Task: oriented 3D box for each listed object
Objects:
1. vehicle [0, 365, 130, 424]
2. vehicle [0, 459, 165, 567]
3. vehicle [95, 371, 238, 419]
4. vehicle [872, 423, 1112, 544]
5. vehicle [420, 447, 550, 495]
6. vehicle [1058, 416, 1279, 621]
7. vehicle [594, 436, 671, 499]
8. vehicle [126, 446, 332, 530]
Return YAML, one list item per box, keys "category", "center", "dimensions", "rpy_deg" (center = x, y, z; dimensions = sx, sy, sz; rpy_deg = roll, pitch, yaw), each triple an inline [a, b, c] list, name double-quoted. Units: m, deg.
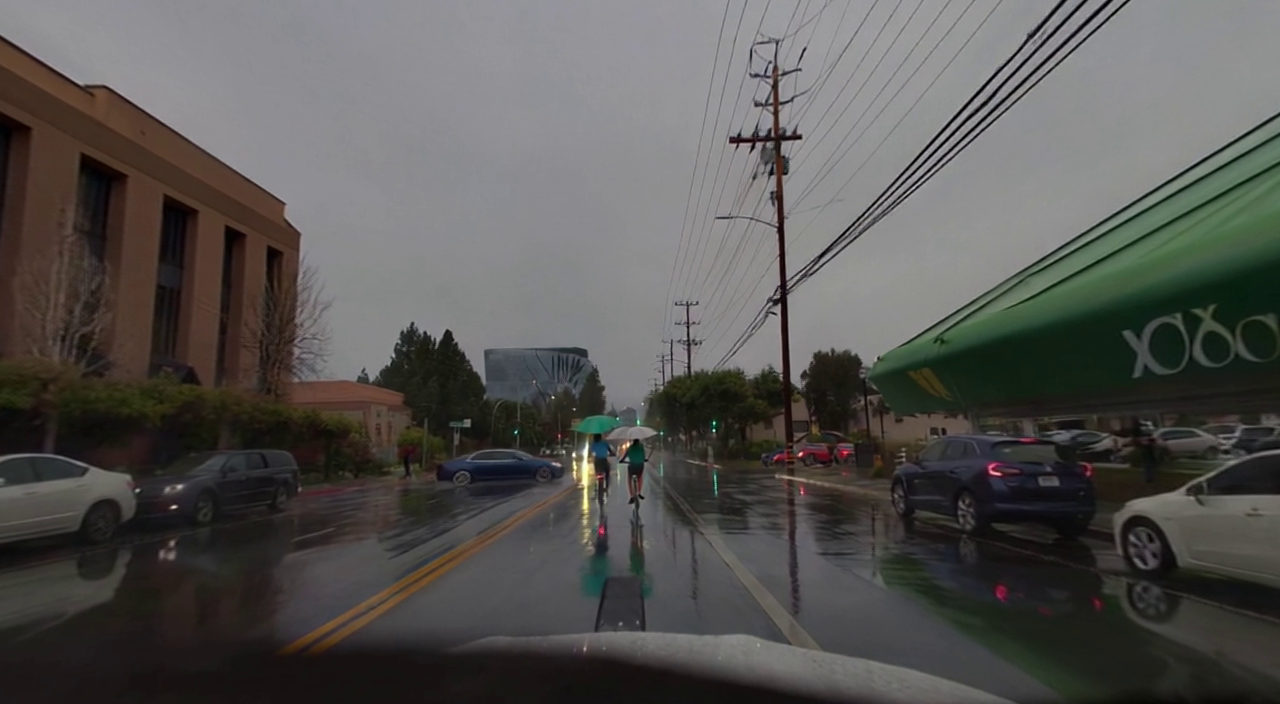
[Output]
- category: "vehicle"
  center: [-17.263, 1.261, 18.097]
  dimensions: [3.750, 1.495, 1.727]
  rpy_deg: [-1, -8, -2]
- category: "vehicle"
  center: [-10.230, 2.494, 9.989]
  dimensions: [1.904, 1.495, 4.585]
  rpy_deg: [0, -9, -1]
- category: "vehicle"
  center: [-17.109, 1.598, 22.969]
  dimensions: [3.685, 1.584, 1.708]
  rpy_deg: [1, -9, -3]
- category: "vehicle"
  center: [5.823, 2.193, 11.156]
  dimensions: [1.873, 1.714, 3.979]
  rpy_deg: [0, -8, 0]
- category: "vehicle"
  center: [-6.271, 4.838, 26.096]
  dimensions: [4.961, 1.832, 2.287]
  rpy_deg: [1, -9, -10]
- category: "vehicle"
  center: [5.890, 1.357, 5.367]
  dimensions: [1.900, 1.566, 3.995]
  rpy_deg: [0, -8, 0]
- category: "vehicle"
  center: [-0.194, 3.606, 20.170]
  dimensions: [2.190, 1.783, 4.048]
  rpy_deg: [0, -8, 1]
- category: "vehicle"
  center: [-10.274, 3.372, 16.426]
  dimensions: [2.075, 1.816, 4.900]
  rpy_deg: [0, -8, -1]
